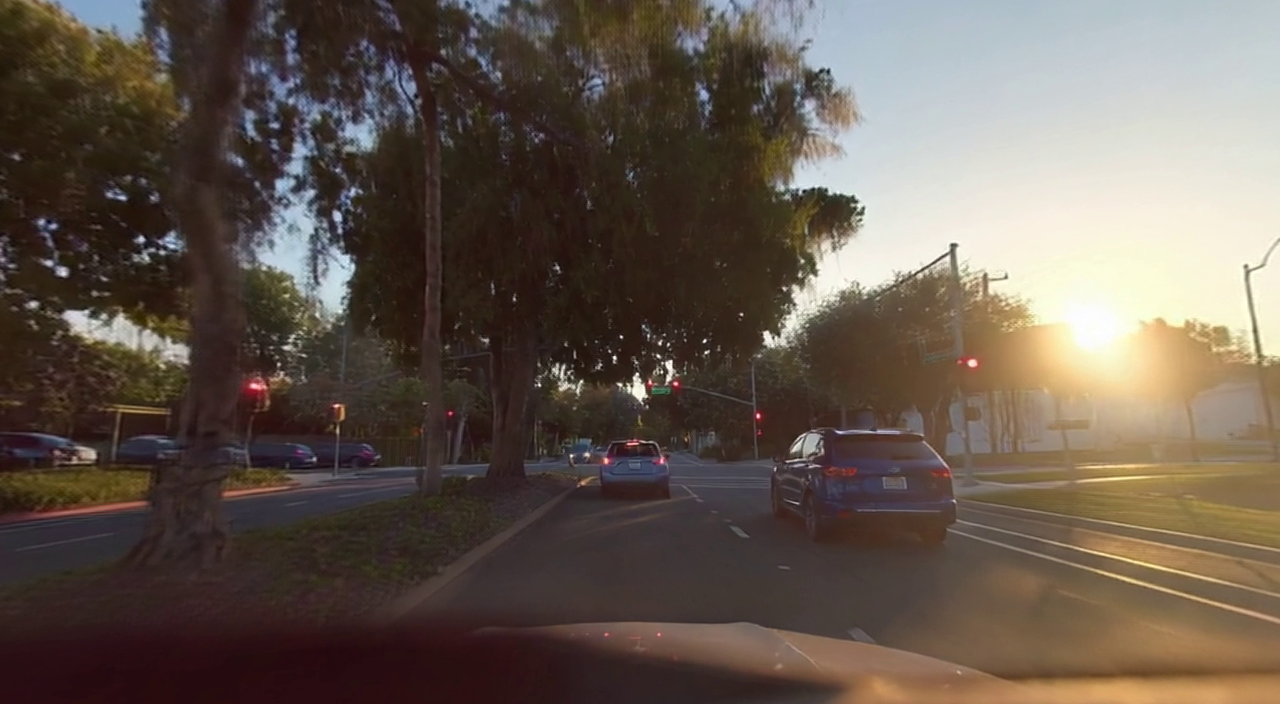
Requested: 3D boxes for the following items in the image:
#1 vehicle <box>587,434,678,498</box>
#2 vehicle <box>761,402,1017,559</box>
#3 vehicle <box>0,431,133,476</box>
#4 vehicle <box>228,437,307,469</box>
[{"bbox_3d":[-0.183,3.095,17.573,2.177,1.512,4.682,0,-9,0],"label":"vehicle"},{"bbox_3d":[3.257,1.794,9.439,2.046,1.768,4.370,0,-9,0],"label":"vehicle"},{"bbox_3d":[-28.722,5.027,31.420,4.957,2.108,2.246,5,-10,-29],"label":"vehicle"},{"bbox_3d":[-28.465,7.728,48.282,4.943,2.110,2.217,3,-11,-36],"label":"vehicle"}]
